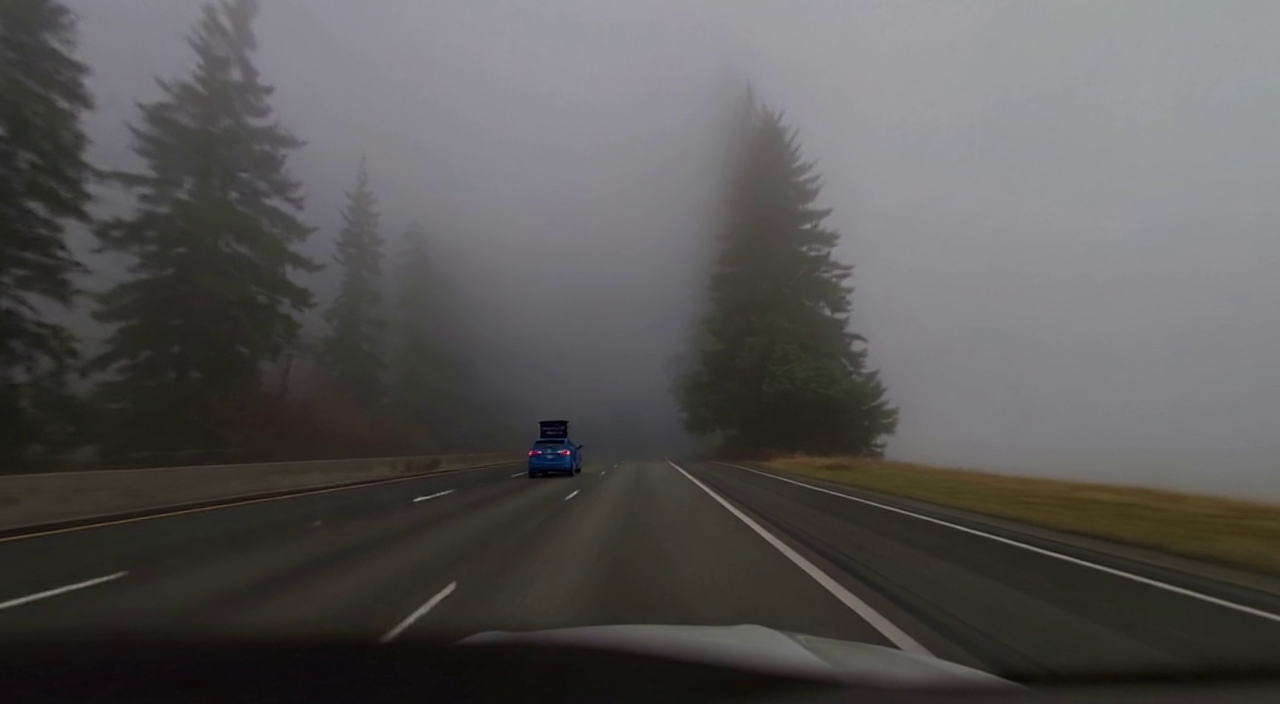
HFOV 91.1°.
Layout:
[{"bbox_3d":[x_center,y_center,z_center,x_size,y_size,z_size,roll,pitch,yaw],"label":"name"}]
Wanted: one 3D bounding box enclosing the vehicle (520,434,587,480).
[{"bbox_3d":[-3.511,4.342,26.371,2.084,1.752,4.479,0,-8,2],"label":"vehicle"}]
